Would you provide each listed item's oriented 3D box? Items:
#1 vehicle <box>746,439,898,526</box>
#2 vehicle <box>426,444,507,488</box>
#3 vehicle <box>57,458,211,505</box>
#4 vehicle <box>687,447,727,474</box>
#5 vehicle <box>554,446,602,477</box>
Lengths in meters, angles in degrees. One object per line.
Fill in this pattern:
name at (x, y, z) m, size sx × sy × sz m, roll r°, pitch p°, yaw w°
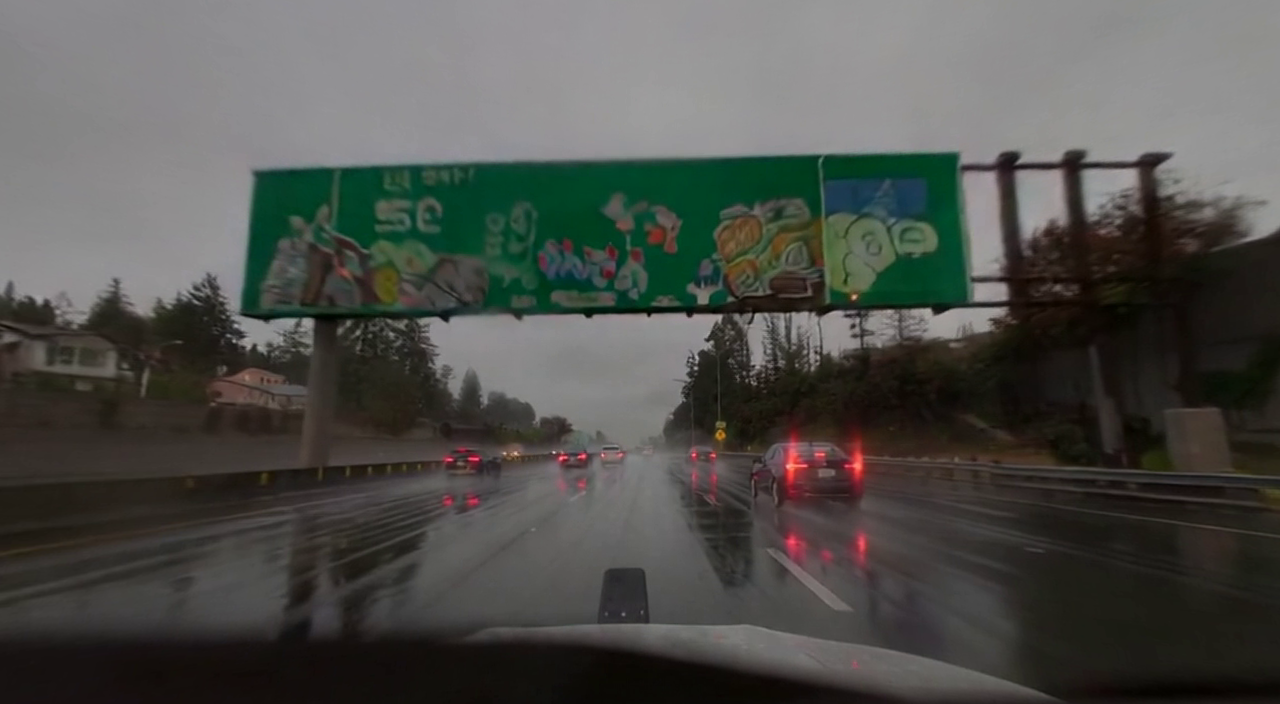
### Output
vehicle at (3.583, 2.621, 13.337) m, size 1.912 × 1.509 × 4.291 m, roll 0°, pitch -8°, yaw 0°
vehicle at (-7.156, 4.712, 26.470) m, size 2.057 × 1.681 × 4.277 m, roll 0°, pitch -8°, yaw 2°
vehicle at (-19.024, 4.851, 24.067) m, size 1.959 × 1.483 × 4.641 m, roll 0°, pitch -8°, yaw 1°
vehicle at (3.805, 6.192, 36.255) m, size 1.854 × 1.438 × 3.954 m, roll 0°, pitch -8°, yaw 0°
vehicle at (-3.302, 5.892, 34.312) m, size 2.136 × 1.571 × 4.285 m, roll 0°, pitch -8°, yaw 0°
